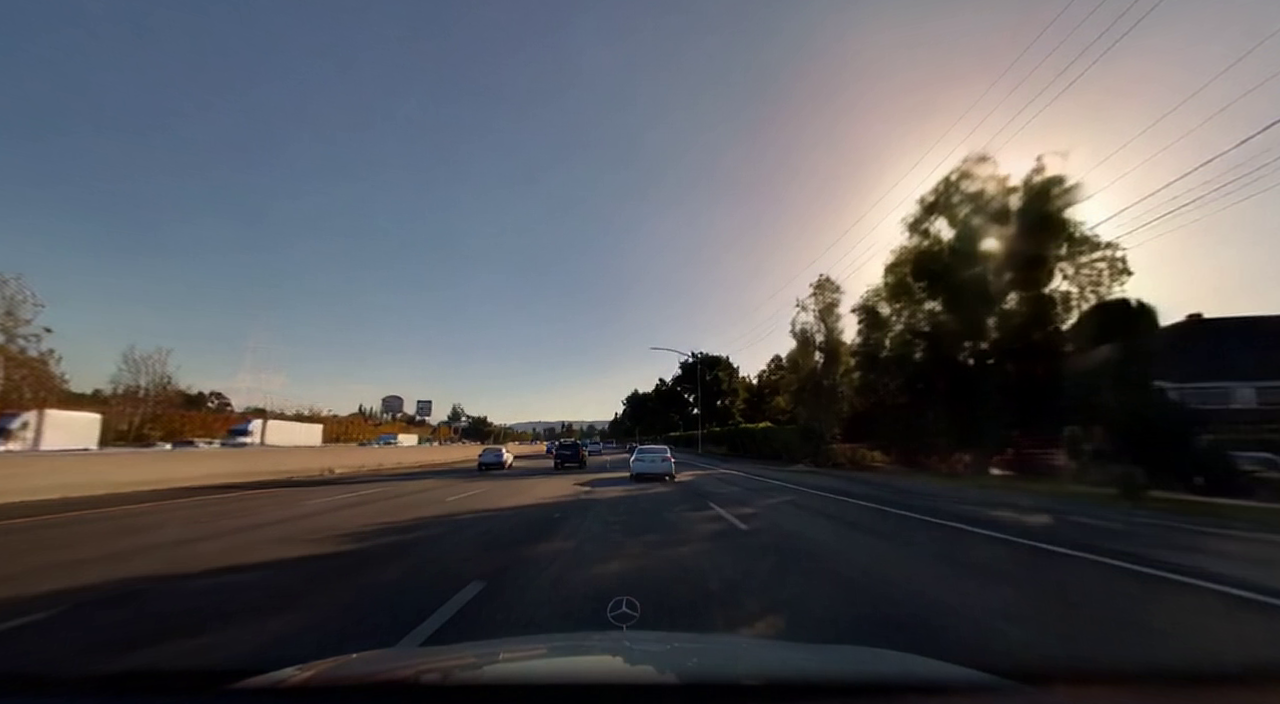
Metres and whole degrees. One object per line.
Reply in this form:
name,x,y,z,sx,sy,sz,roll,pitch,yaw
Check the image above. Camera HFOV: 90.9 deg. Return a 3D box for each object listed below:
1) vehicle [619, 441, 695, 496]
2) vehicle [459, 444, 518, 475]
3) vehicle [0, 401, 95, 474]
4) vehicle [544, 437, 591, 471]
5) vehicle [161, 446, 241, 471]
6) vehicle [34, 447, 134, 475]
vehicle,0.413,3.529,19.525,2.082,1.482,4.126,0,-8,-2
vehicle,-7.714,5.501,32.618,1.974,1.464,4.733,0,-8,-1
vehicle,-35.599,4.989,36.736,2.937,3.891,5.144,1,-8,-3
vehicle,-4.085,5.855,36.376,2.289,1.777,4.534,0,-8,-2
vehicle,-28.083,6.771,40.535,1.884,1.493,4.905,1,-8,-4
vehicle,-31.510,6.164,35.915,1.776,1.441,4.483,1,-8,-3
